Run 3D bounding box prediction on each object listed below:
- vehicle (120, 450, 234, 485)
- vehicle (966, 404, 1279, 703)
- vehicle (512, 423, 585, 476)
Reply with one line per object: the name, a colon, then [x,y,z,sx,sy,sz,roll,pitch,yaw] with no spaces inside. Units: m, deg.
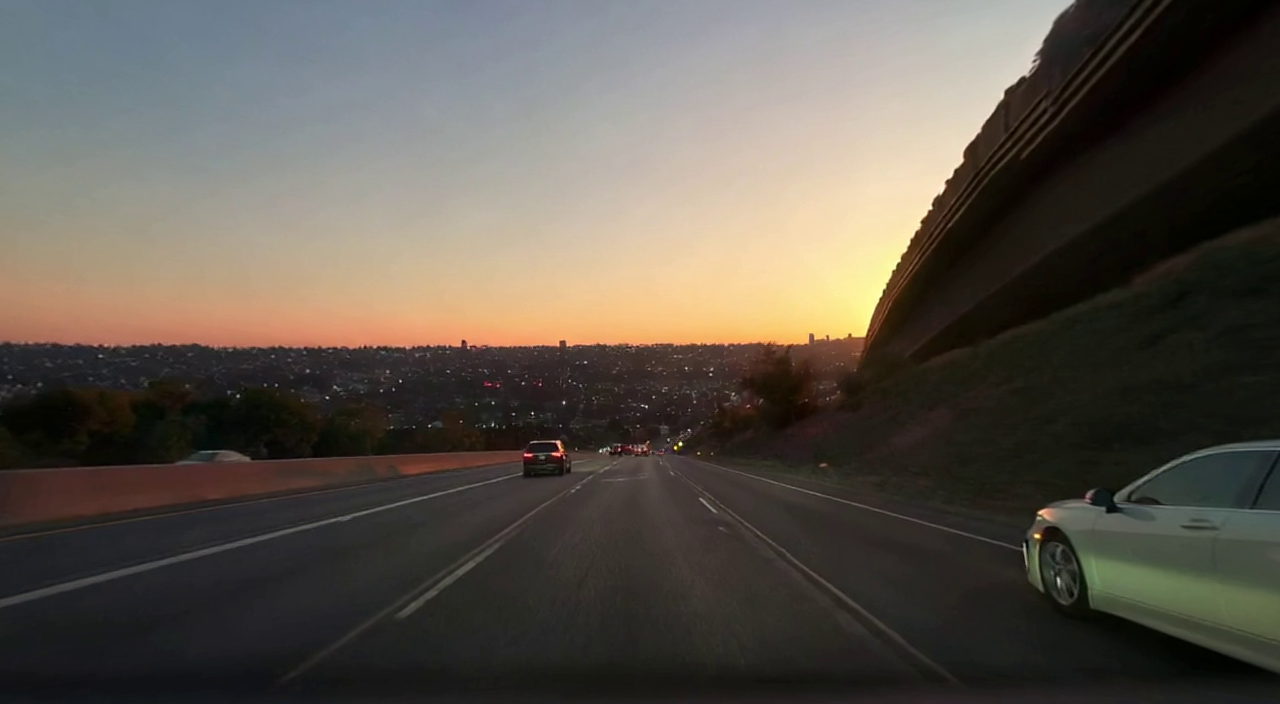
vehicle: [-22.112,5.520,30.346,1.884,1.511,4.549,0,-9,3]
vehicle: [3.724,1.011,2.737,2.047,1.532,4.884,0,-9,1]
vehicle: [-4.099,4.562,29.545,2.496,2.203,6.317,0,-9,0]
